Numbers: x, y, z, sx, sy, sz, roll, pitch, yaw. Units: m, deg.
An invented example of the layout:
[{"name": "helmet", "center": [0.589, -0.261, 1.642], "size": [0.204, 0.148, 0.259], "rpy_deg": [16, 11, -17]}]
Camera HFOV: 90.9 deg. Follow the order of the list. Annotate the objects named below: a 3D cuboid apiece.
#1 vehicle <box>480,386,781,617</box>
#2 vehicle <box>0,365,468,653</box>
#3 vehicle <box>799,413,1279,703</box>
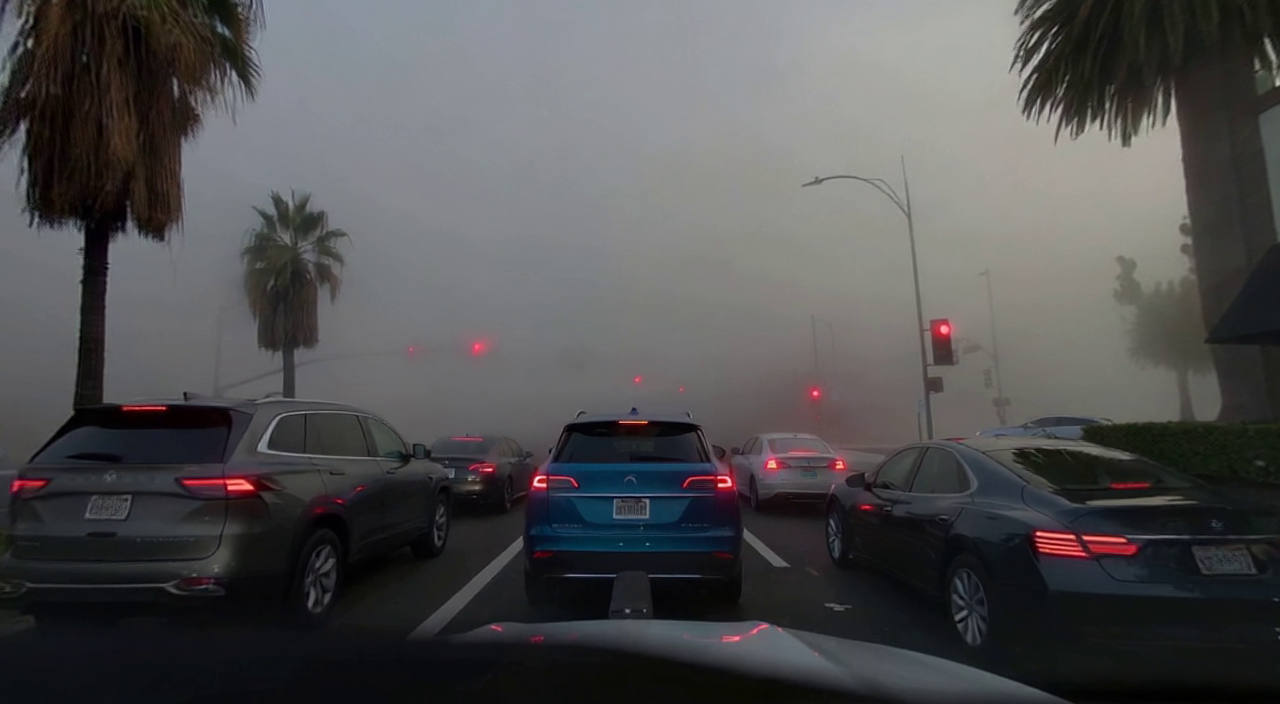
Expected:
[{"name": "vehicle", "center": [-0.134, 1.458, 7.062], "size": [2.280, 1.747, 4.361], "rpy_deg": [0, -8, -2]}, {"name": "vehicle", "center": [-3.347, 1.277, 6.126], "size": [2.014, 1.755, 4.360], "rpy_deg": [0, -8, 1]}, {"name": "vehicle", "center": [2.968, 1.376, 5.265], "size": [2.017, 1.491, 4.611], "rpy_deg": [0, -8, -1]}]
